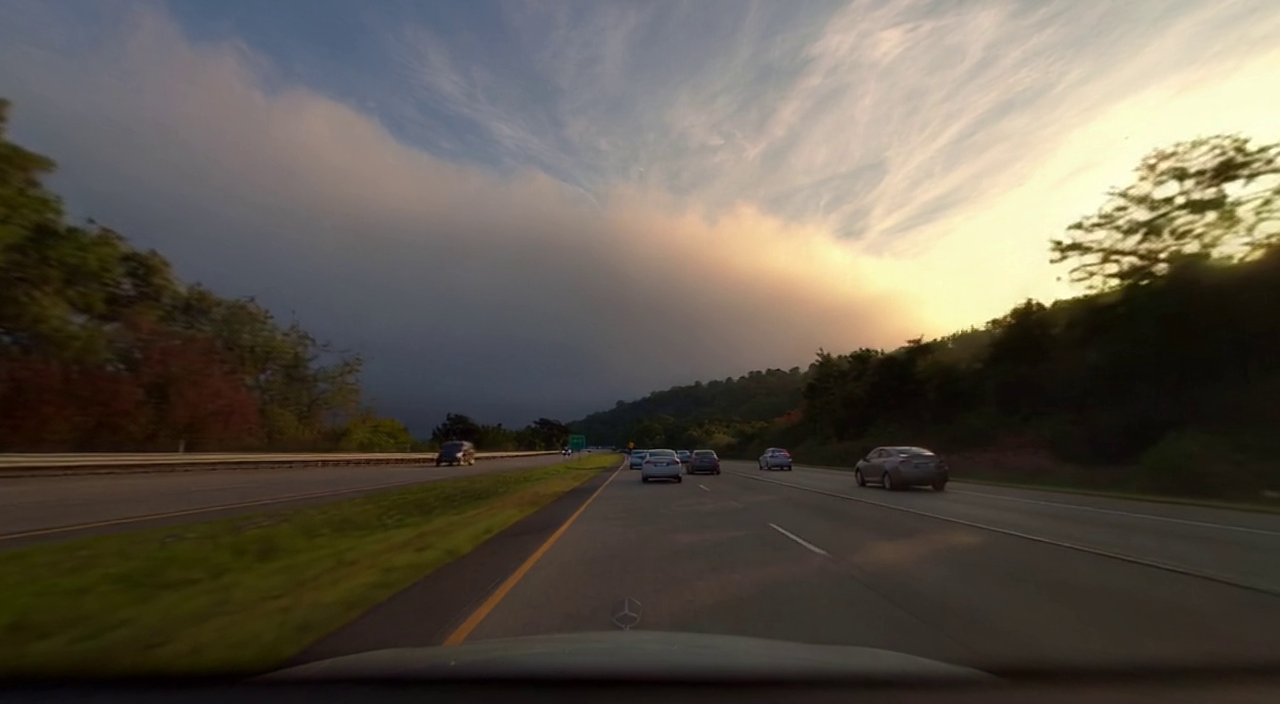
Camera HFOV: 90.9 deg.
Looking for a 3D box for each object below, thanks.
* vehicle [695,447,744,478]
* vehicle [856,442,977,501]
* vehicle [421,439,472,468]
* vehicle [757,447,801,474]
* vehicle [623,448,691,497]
[{"bbox_3d":[4.191,5.902,33.848,1.981,1.518,4.029,0,-9,-1],"label":"vehicle"},{"bbox_3d":[8.131,3.529,18.948,1.847,1.554,3.752,0,-9,-1],"label":"vehicle"},{"bbox_3d":[-13.184,6.943,43.254,2.052,1.824,4.667,0,-9,0],"label":"vehicle"},{"bbox_3d":[8.860,6.939,40.422,1.957,1.594,3.632,0,-9,-1],"label":"vehicle"},{"bbox_3d":[0.487,3.894,20.757,2.020,1.426,3.702,0,-9,-1],"label":"vehicle"}]
